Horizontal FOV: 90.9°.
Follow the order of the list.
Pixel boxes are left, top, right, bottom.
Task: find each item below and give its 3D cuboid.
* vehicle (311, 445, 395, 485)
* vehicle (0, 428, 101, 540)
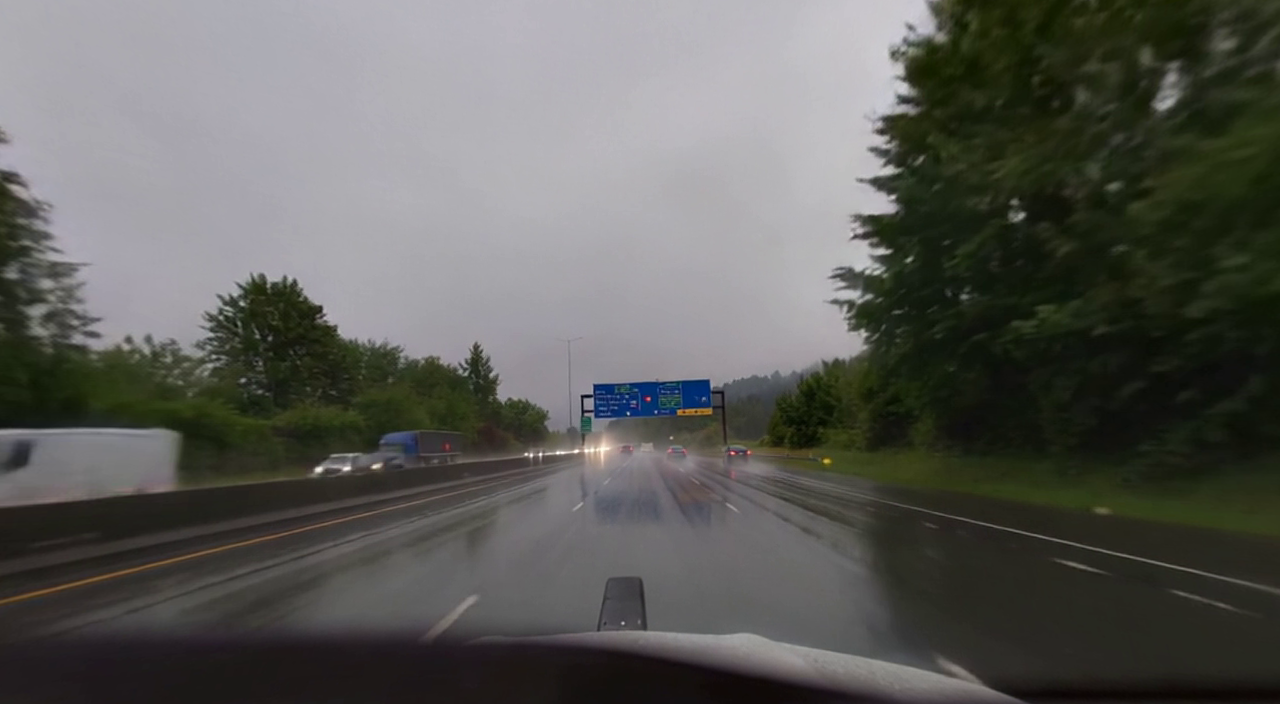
[{"bbox_3d":[-19.221,7.586,42.658,2.444,2.485,6.531,0,-9,1],"label":"vehicle"},{"bbox_3d":[-15.587,2.945,13.997,2.281,2.519,5.502,0,-9,0],"label":"vehicle"}]
